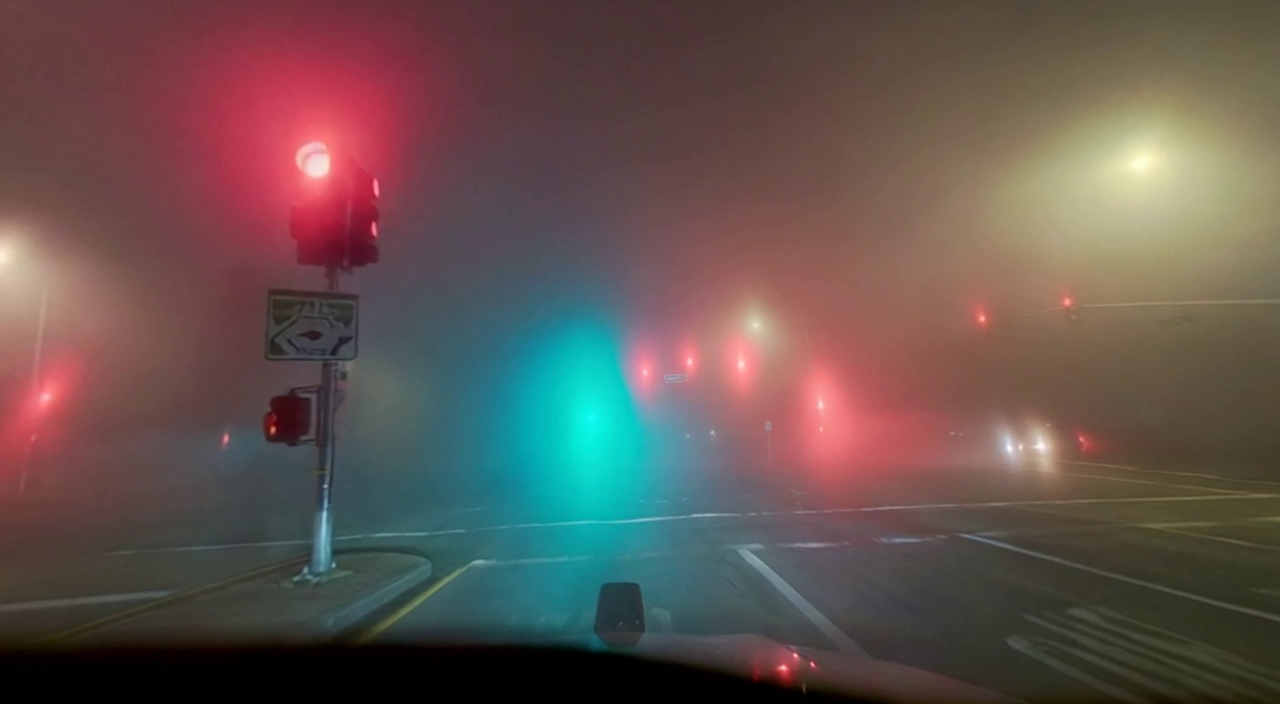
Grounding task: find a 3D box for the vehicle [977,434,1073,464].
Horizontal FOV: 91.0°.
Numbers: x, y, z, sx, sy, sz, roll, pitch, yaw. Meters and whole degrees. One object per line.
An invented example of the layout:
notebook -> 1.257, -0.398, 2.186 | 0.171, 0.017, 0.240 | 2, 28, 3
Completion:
vehicle -> 21.889, 5.501, 35.803 | 4.769, 1.634, 1.884 | 3, -9, -19
